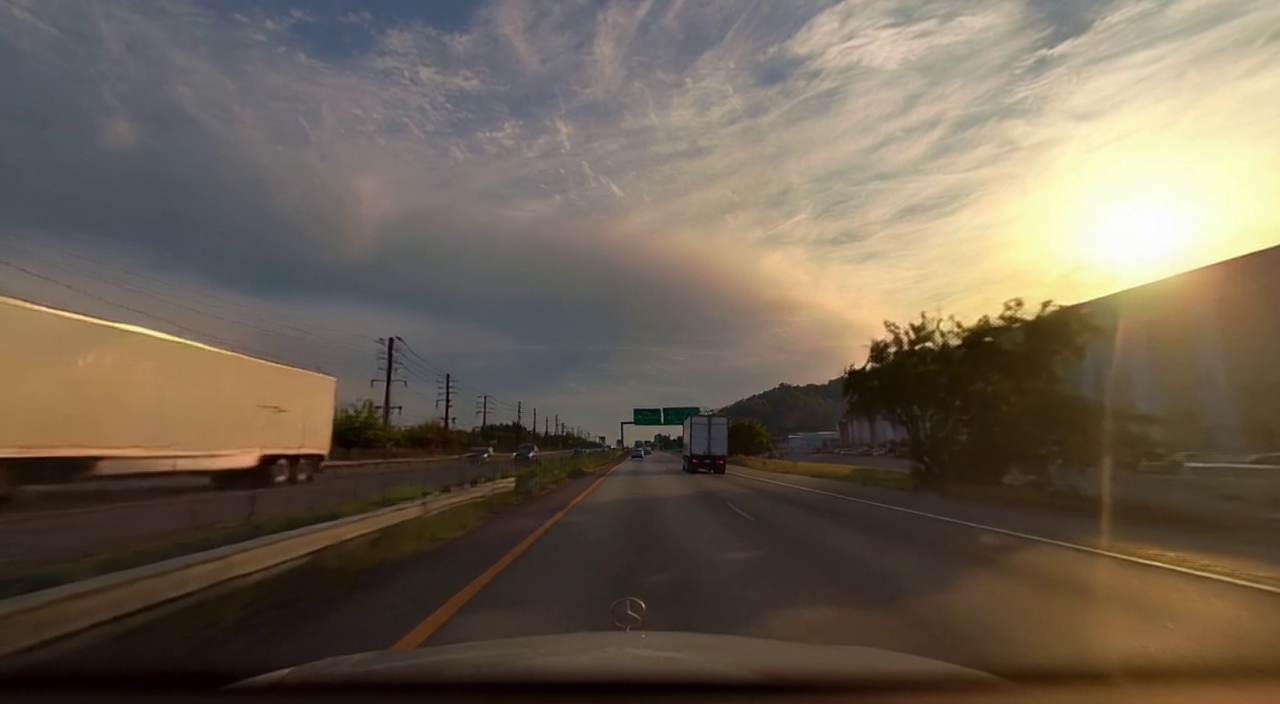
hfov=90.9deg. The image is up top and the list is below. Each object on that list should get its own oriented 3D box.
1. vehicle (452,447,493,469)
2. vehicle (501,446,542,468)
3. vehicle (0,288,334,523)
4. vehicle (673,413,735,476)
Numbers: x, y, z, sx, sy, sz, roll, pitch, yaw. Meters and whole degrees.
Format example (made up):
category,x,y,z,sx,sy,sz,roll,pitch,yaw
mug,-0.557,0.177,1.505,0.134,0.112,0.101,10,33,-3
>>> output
category,x,y,z,sx,sy,sz,roll,pitch,yaw
vehicle,-12.568,7.972,47.601,1.909,1.583,4.285,0,-9,0
vehicle,-8.896,7.935,47.651,2.213,1.567,4.564,0,-9,1
vehicle,-12.656,1.612,15.476,2.951,4.056,14.865,0,-9,0
vehicle,4.523,7.052,48.109,3.038,4.047,13.741,0,-8,-1
